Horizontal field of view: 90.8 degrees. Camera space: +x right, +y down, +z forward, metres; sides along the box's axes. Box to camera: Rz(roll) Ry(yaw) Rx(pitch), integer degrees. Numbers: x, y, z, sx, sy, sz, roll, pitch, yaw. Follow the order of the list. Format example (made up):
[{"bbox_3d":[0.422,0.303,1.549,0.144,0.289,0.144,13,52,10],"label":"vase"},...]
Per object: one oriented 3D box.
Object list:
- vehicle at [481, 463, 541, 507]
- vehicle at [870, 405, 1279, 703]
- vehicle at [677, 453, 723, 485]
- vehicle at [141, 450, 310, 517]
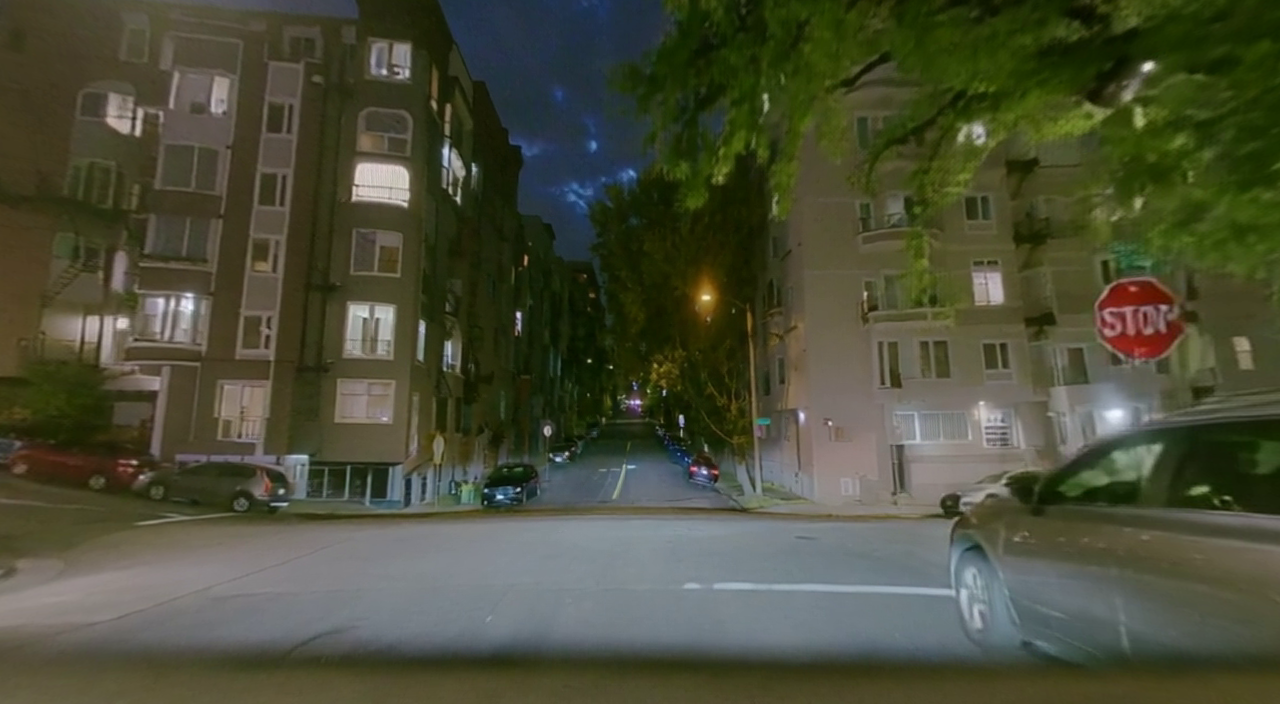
[{"bbox_3d":[-5.880,6.111,29.289,1.987,1.662,4.141,-2,-8,-1],"label":"vehicle"},{"bbox_3d":[3.341,1.188,3.724,2.064,1.548,5.186,0,-8,1],"label":"vehicle"},{"bbox_3d":[3.414,6.760,36.918,2.051,1.526,4.673,0,-7,-2],"label":"vehicle"},{"bbox_3d":[-13.984,4.468,21.504,4.243,1.676,1.844,6,-12,2],"label":"vehicle"}]
